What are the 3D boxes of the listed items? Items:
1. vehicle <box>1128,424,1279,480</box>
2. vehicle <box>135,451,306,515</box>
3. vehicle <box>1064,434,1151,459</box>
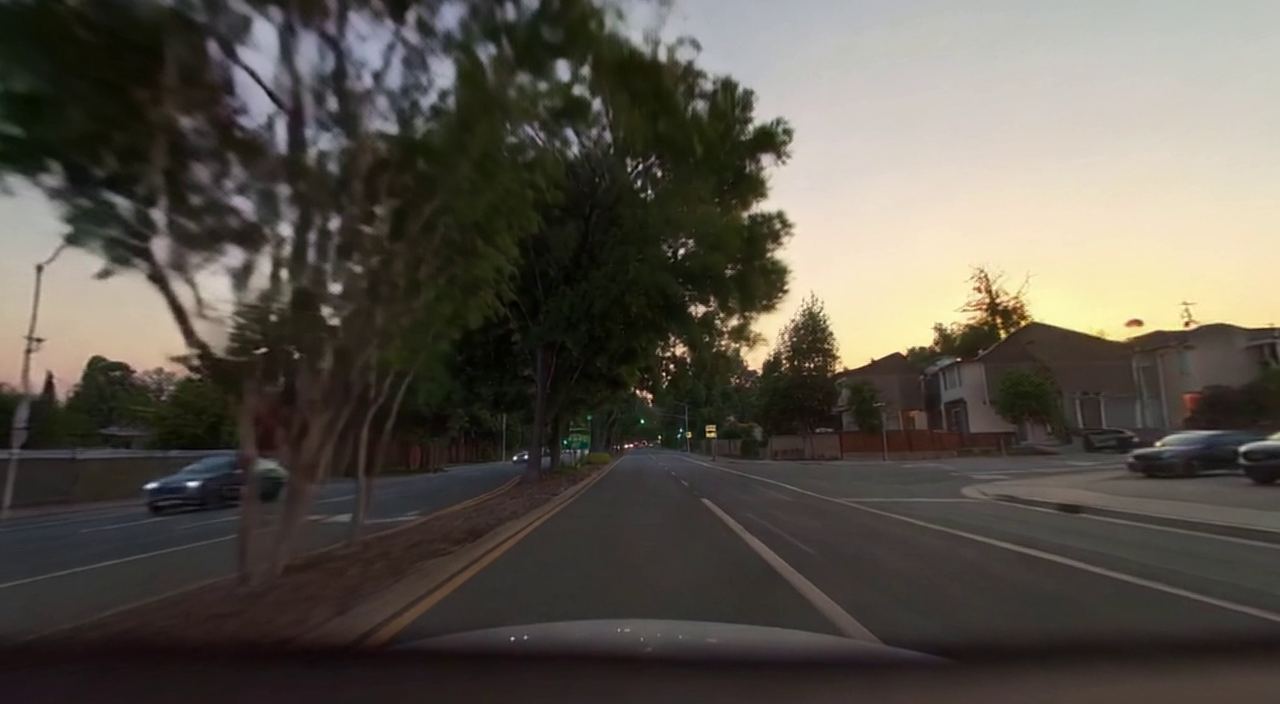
[{"bbox_3d":[17.206,2.802,17.763,5.126,1.469,2.009,0,-8,-1],"label":"vehicle"},{"bbox_3d":[-12.716,3.944,19.506,2.007,1.655,4.649,-1,-8,1],"label":"vehicle"},{"bbox_3d":[26.204,5.304,35.406,1.624,1.311,4.222,0,-8,-1],"label":"vehicle"}]
